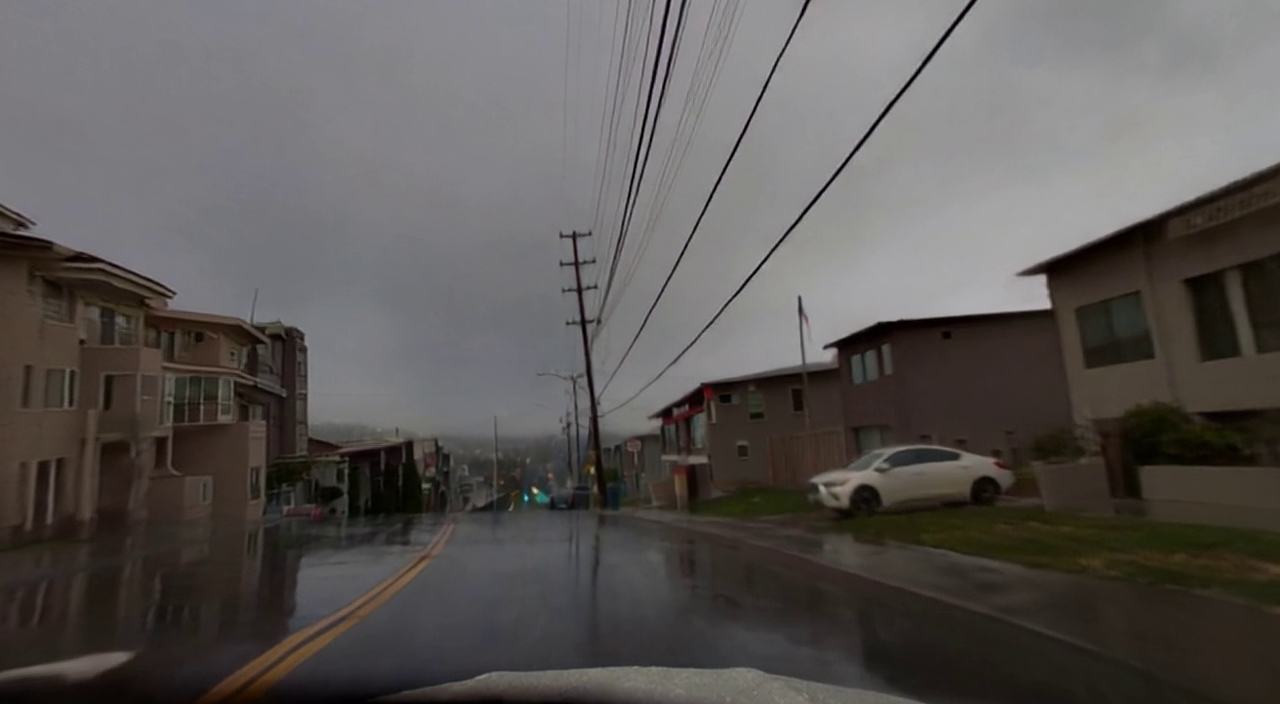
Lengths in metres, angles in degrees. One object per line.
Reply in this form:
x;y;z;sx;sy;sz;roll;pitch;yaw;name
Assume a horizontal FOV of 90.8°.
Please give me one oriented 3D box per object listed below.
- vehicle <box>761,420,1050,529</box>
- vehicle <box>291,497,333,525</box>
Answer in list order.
5.942;2.754;14.557;5.578;1.842;2.300;-3;-10;-10;vehicle
-23.154;11.157;44.553;1.994;1.515;4.385;6;-11;-34;vehicle
